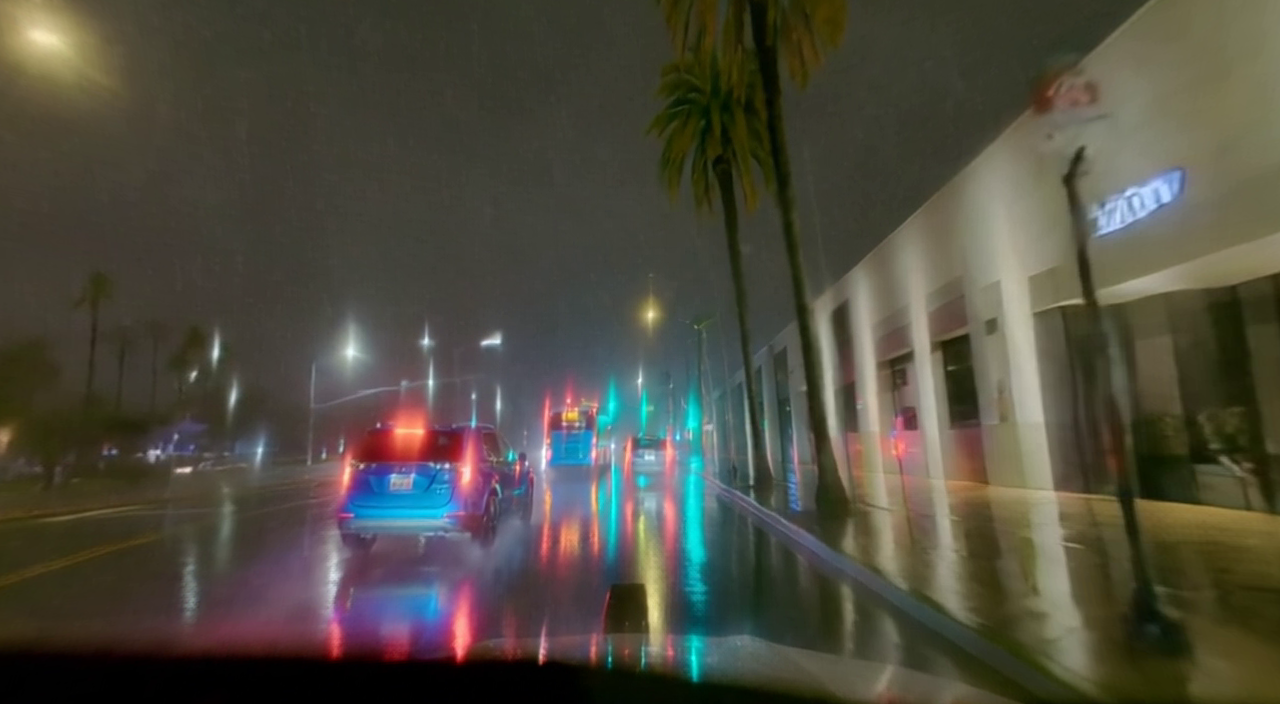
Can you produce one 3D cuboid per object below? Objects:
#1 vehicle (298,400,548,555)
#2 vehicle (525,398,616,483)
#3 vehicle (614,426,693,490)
[{"bbox_3d":[-2.882,1.802,9.721,2.124,1.799,4.587,0,-8,1],"label":"vehicle"},{"bbox_3d":[-2.701,3.837,27.229,2.775,3.064,8.297,0,-8,1],"label":"vehicle"},{"bbox_3d":[0.377,3.164,19.087,2.120,1.727,3.917,0,-8,0],"label":"vehicle"}]
